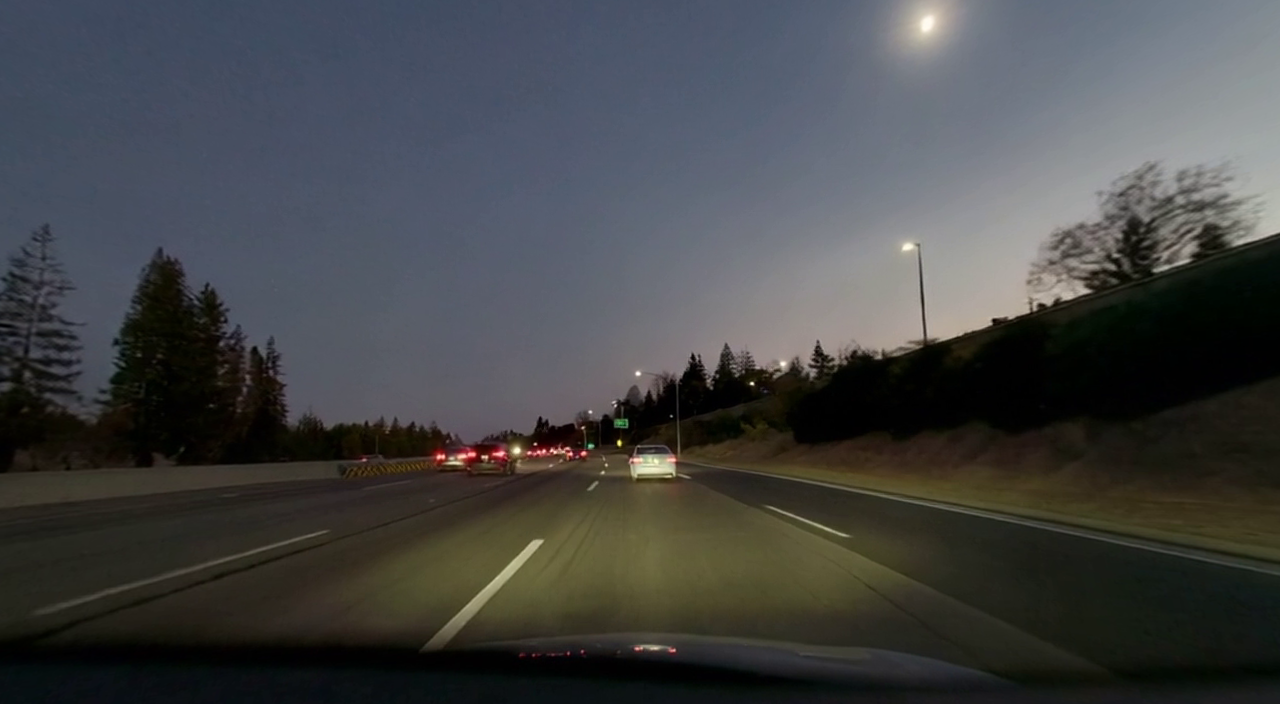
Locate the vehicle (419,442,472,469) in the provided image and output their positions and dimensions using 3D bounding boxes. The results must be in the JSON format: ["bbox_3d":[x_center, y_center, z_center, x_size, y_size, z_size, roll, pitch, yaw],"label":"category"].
[{"bbox_3d":[-11.528,6.159,37.664,2.041,1.534,4.140,0,-9,-2],"label":"vehicle"}]

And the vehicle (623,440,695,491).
[{"bbox_3d":[0.490,3.532,19.976,2.051,1.444,3.927,0,-9,-1],"label":"vehicle"}]

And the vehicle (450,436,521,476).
[{"bbox_3d":[-7.086,4.830,29.411,2.221,1.693,4.631,0,-9,-1],"label":"vehicle"}]
